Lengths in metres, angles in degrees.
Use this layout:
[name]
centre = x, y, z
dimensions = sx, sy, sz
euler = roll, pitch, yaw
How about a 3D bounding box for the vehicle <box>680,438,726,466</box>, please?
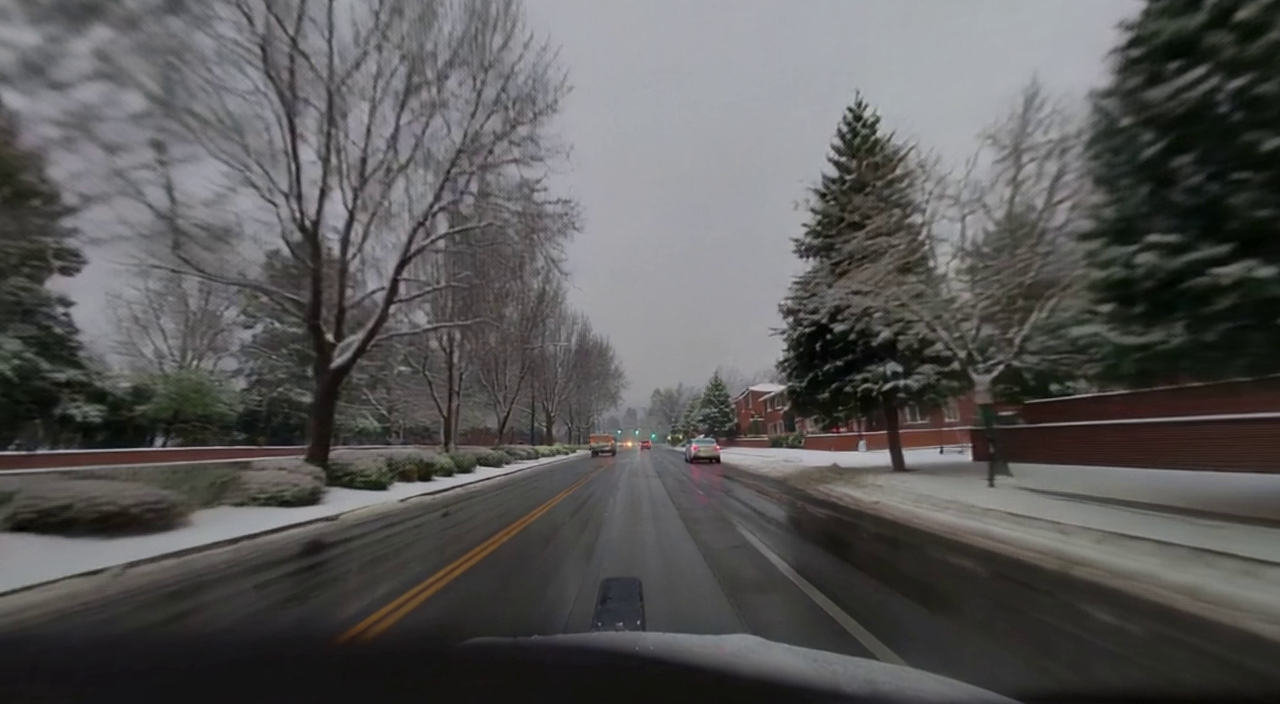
[vehicle]
centre = 3.811, 6.132, 38.914
dimensions = 2.237, 1.578, 4.621
euler = 0, -8, -1
